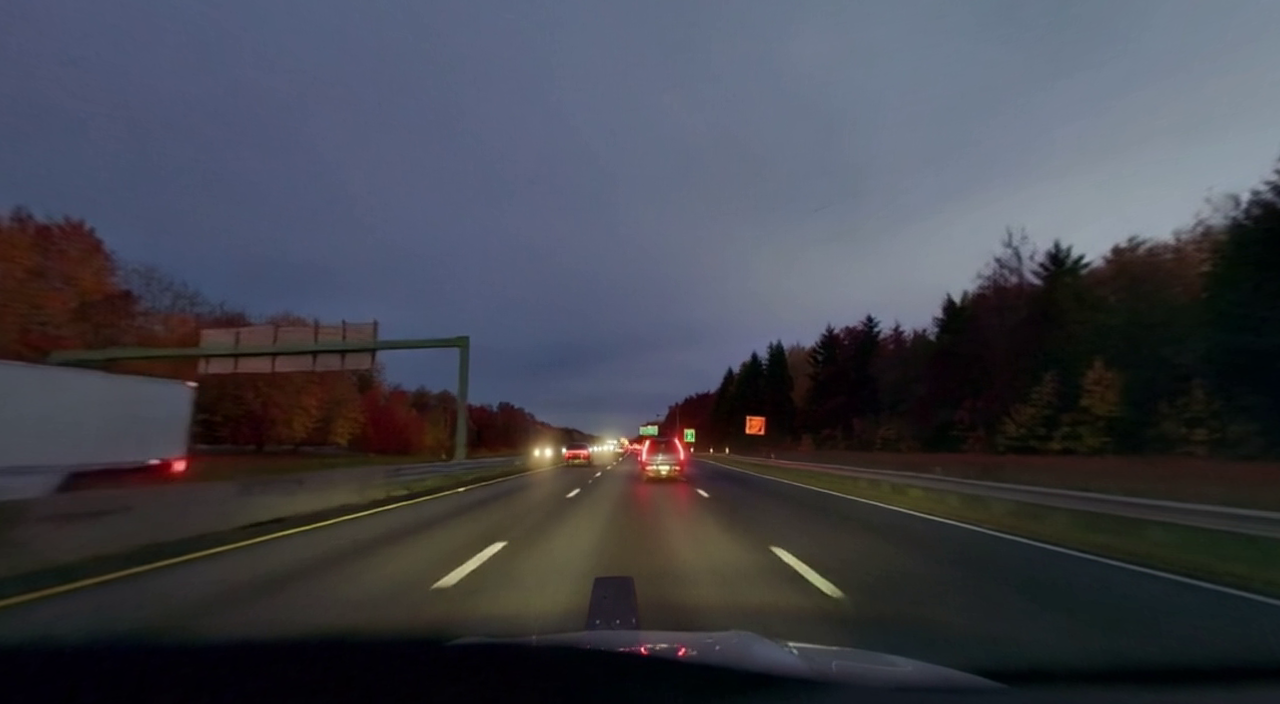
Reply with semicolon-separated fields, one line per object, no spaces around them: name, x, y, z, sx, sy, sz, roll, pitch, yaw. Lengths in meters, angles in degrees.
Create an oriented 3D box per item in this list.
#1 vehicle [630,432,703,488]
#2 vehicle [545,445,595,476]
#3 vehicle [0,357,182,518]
vehicle;0.805;3.686;21.626;2.250;1.718;4.358;0;-9;0
vehicle;-3.417;5.423;31.432;2.037;1.418;3.793;0;-9;1
vehicle;-17.446;1.990;14.625;2.907;3.969;14.102;0;-9;0
